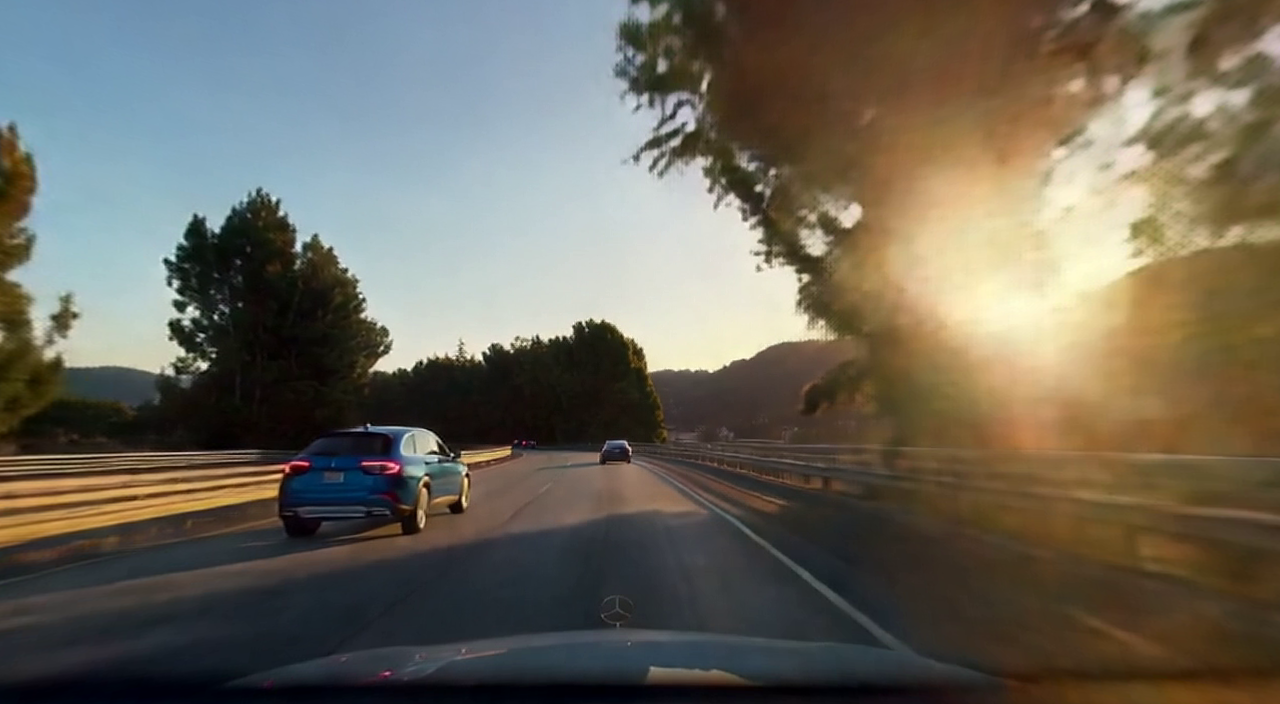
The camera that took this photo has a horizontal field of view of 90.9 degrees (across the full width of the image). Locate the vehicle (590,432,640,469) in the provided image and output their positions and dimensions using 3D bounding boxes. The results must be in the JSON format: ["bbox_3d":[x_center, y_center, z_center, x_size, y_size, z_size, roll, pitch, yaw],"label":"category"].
[{"bbox_3d":[-1.409,5.196,33.562,2.452,1.857,4.022,1,-8,-5],"label":"vehicle"}]

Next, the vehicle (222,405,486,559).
[{"bbox_3d":[-4.069,1.906,10.109,2.053,1.847,4.760,0,-8,-1],"label":"vehicle"}]
